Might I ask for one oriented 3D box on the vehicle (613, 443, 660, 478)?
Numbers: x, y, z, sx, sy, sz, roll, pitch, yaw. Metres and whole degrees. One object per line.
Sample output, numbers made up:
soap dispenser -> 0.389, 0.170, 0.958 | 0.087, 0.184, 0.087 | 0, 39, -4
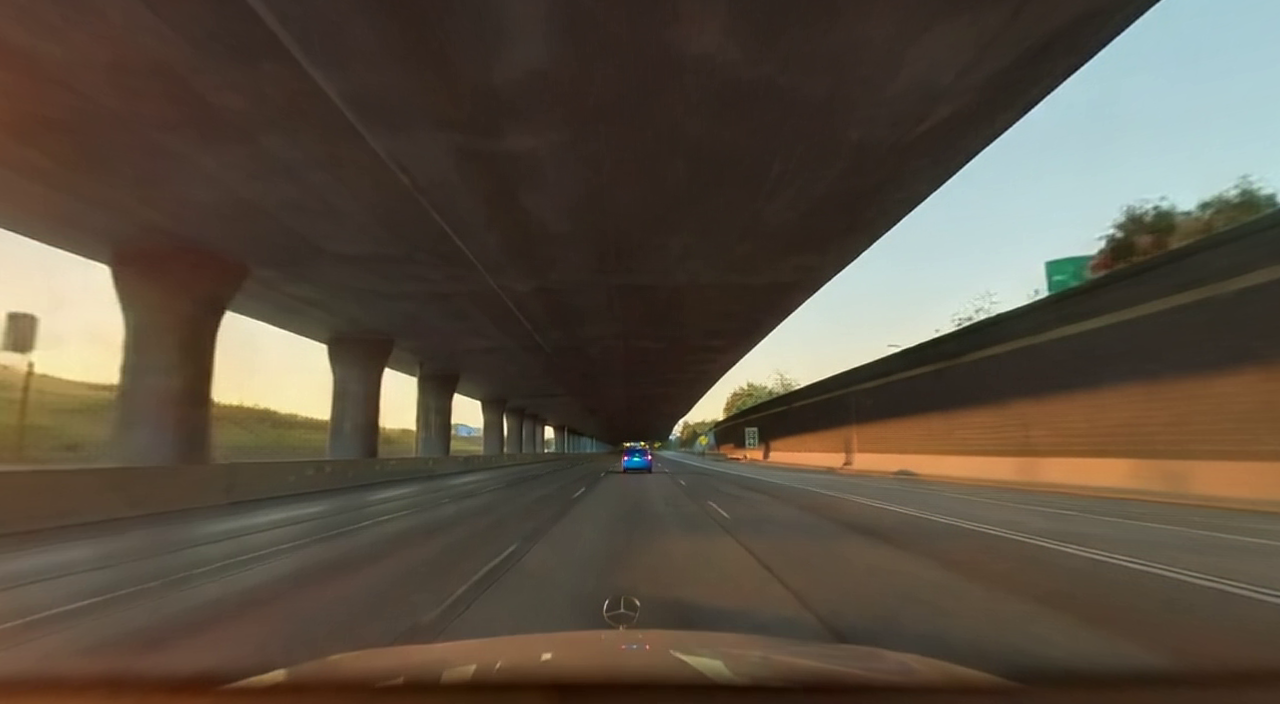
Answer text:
vehicle -> -0.189, 5.081, 29.550 | 2.055, 1.501, 4.321 | 0, -9, -1
